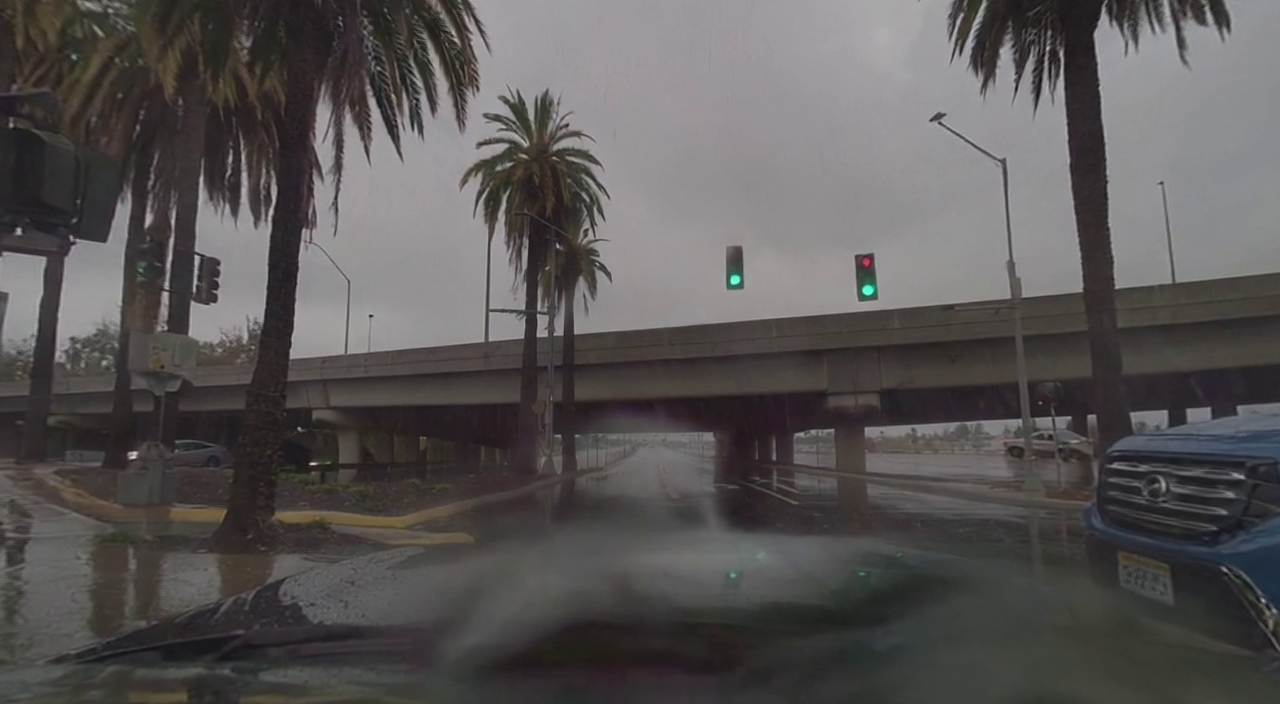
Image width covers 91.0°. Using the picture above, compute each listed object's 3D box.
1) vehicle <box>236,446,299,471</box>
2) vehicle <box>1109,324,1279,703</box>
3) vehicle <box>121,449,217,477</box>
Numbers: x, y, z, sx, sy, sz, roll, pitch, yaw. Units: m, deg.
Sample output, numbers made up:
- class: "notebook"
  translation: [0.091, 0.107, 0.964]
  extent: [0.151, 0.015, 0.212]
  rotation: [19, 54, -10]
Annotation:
- class: "vehicle"
  translation: [-26.294, 7.530, 44.565]
  extent: [1.941, 1.631, 4.017]
  rotation: [0, -9, 0]
- class: "vehicle"
  translation: [3.443, 0.539, 0.795]
  extent: [2.028, 1.770, 4.737]
  rotation: [0, -9, 0]
- class: "vehicle"
  translation: [-26.582, 6.259, 35.736]
  extent: [1.830, 1.443, 4.551]
  rotation: [0, -9, 1]
